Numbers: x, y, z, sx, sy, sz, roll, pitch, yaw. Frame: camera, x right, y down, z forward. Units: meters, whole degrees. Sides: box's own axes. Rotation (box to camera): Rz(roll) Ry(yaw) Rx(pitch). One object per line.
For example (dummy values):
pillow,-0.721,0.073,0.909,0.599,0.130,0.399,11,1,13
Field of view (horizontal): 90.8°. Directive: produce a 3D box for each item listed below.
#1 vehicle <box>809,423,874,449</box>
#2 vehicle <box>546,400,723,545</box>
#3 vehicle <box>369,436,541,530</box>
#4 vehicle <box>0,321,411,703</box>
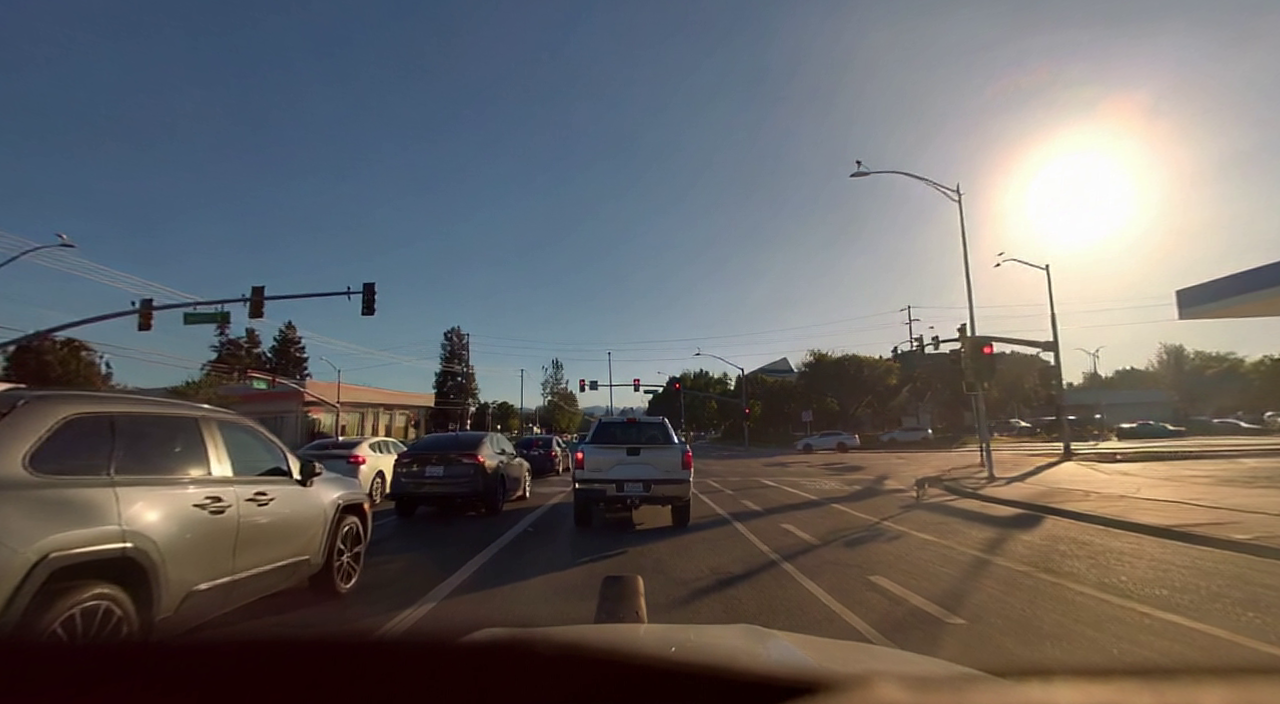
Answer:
vehicle,14.290,5.980,44.739,4.548,1.730,2.013,6,-10,-35
vehicle,-0.089,1.888,10.547,2.224,1.819,5.005,0,-8,-1
vehicle,-3.158,2.309,11.754,1.881,1.424,4.098,0,-8,1
vehicle,-3.312,1.020,3.987,2.096,1.718,4.266,0,-8,0
